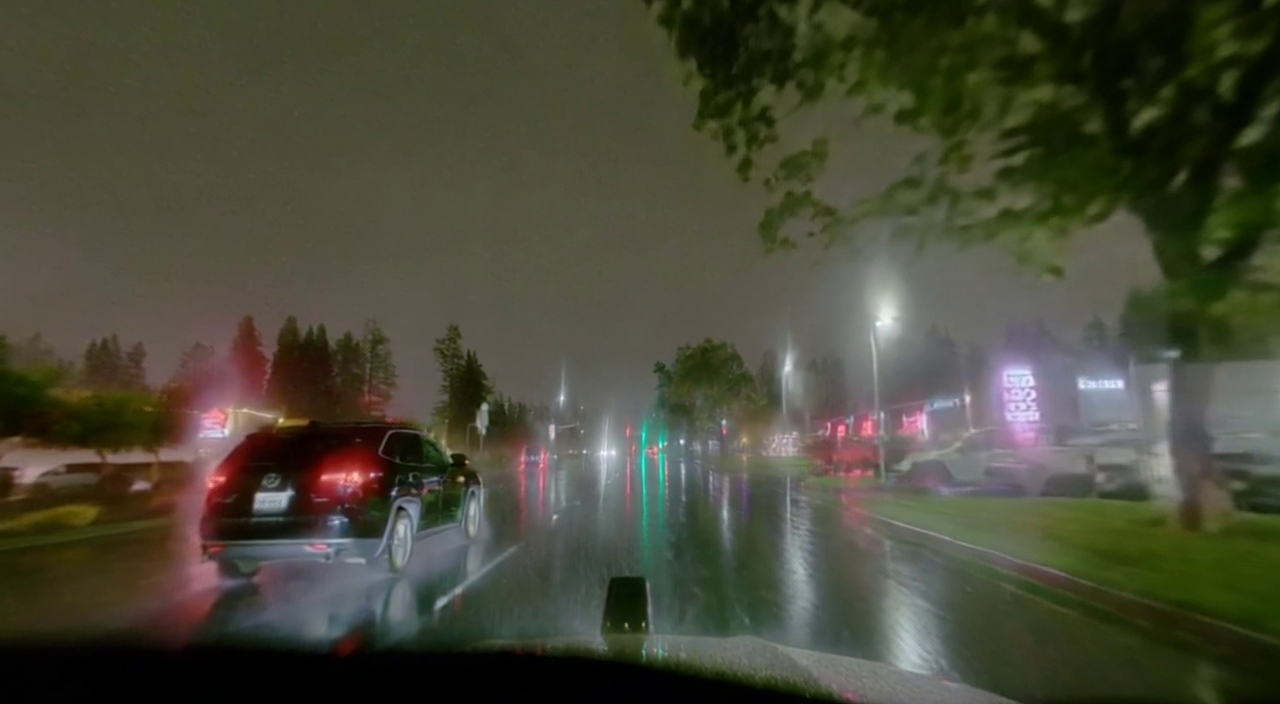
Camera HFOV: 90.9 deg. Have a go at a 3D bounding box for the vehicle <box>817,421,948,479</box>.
[{"bbox_3d":[9.114,3.643,23.560,4.985,1.918,2.248,7,-11,-38],"label":"vehicle"}]

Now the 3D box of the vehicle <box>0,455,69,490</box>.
[{"bbox_3d":[-35.384,6.709,35.167,4.807,1.798,2.191,0,-8,1],"label":"vehicle"}]

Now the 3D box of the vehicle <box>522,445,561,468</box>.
[{"bbox_3d":[-6.914,7.374,44.654,1.990,1.483,4.410,0,-8,1],"label":"vehicle"}]

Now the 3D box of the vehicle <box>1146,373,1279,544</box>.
[{"bbox_3d":[9.358,1.255,7.508,4.747,1.861,2.505,2,-9,-10],"label":"vehicle"}]

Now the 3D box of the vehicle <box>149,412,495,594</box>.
[{"bbox_3d":[-3.406,1.688,7.922,2.127,1.654,4.121,0,-8,1],"label":"vehicle"}]

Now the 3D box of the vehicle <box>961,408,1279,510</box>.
[{"bbox_3d":[9.346,2.050,12.286,4.885,1.770,2.267,0,-8,1],"label":"vehicle"}]
